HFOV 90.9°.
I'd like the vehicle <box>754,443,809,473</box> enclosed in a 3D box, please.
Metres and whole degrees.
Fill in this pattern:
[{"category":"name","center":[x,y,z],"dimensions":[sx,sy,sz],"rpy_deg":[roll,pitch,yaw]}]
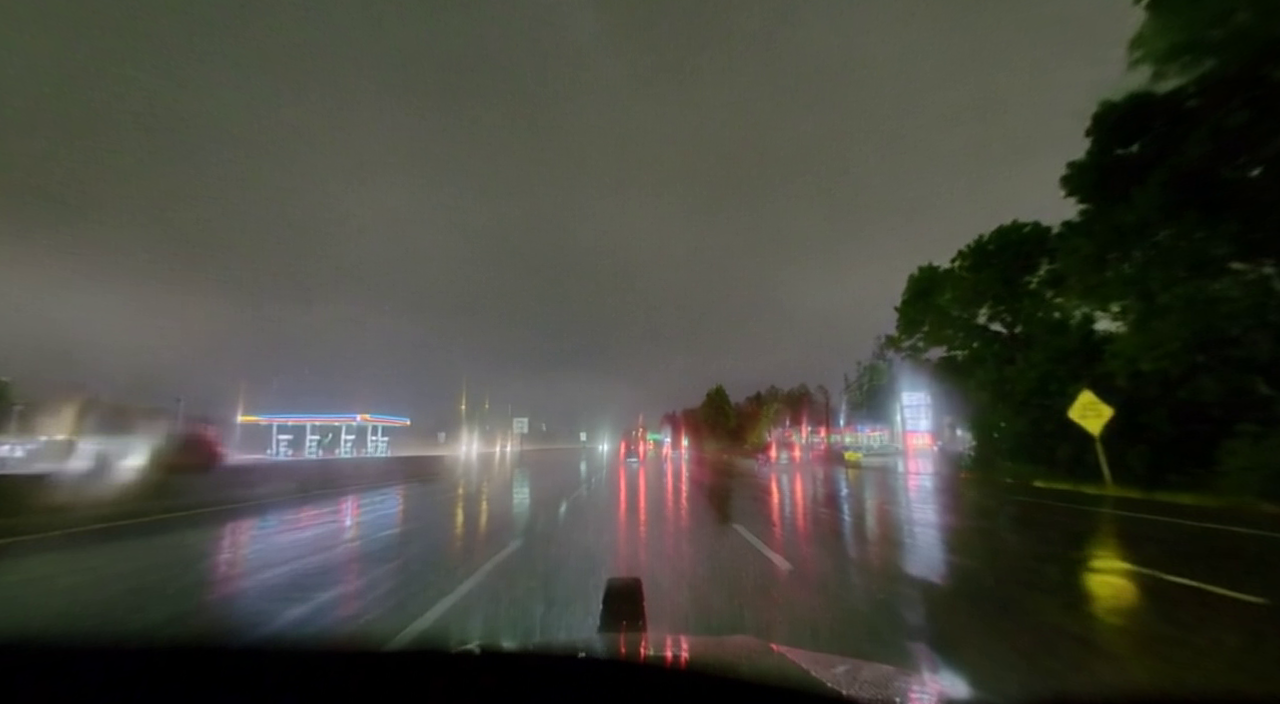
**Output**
[{"category":"vehicle","center":[7.473,5.635,33.730],"dimensions":[1.867,1.463,4.295],"rpy_deg":[0,-9,-1]}]

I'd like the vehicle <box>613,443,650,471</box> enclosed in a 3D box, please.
[{"category":"vehicle","center":[-0.491,5.925,35.690],"dimensions":[1.999,1.473,4.351],"rpy_deg":[0,-9,-1]}]

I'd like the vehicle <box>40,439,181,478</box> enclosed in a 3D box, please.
[{"category":"vehicle","center":[-22.316,4.502,26.872],"dimensions":[1.920,1.509,4.649],"rpy_deg":[0,-9,0]}]
